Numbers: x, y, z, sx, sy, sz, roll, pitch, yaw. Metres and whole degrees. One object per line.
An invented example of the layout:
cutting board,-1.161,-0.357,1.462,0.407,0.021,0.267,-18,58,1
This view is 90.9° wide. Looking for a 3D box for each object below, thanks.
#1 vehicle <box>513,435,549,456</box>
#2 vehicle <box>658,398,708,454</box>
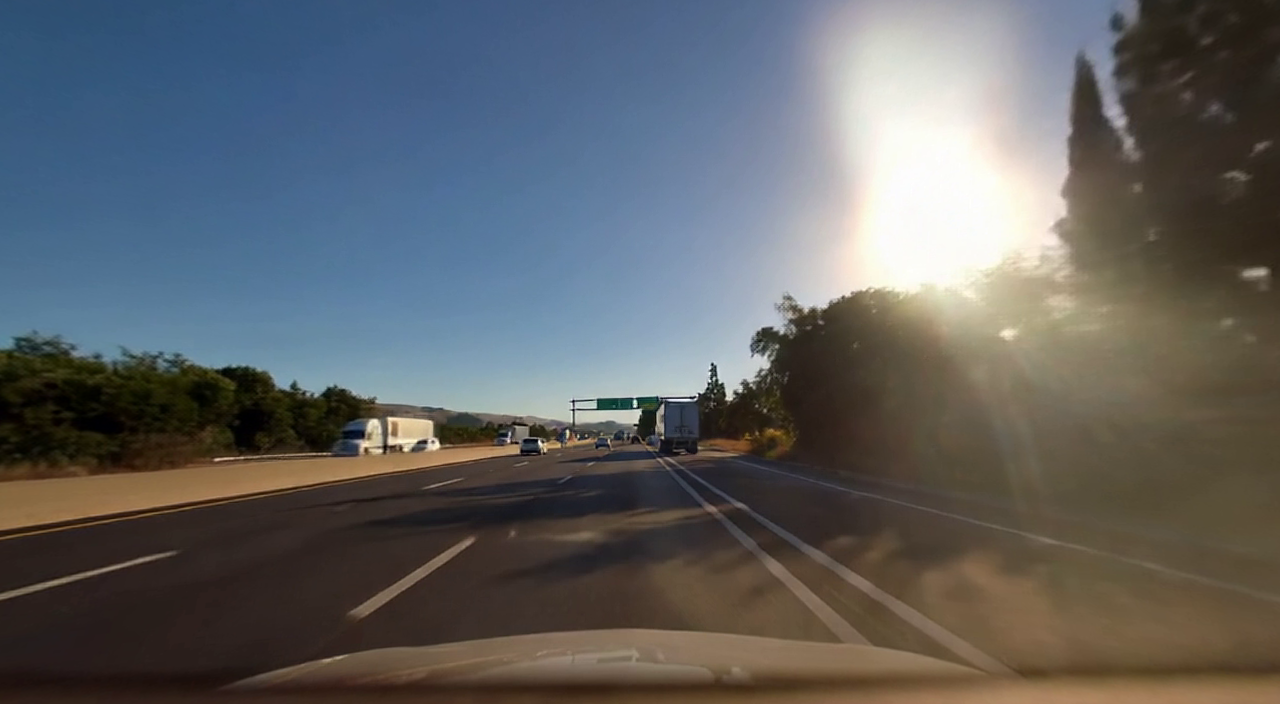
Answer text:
vehicle,-8.065,6.952,46.935,2.018,1.454,4.290,0,-8,-1
vehicle,3.074,5.745,48.513,2.760,3.710,12.230,0,-7,-1
